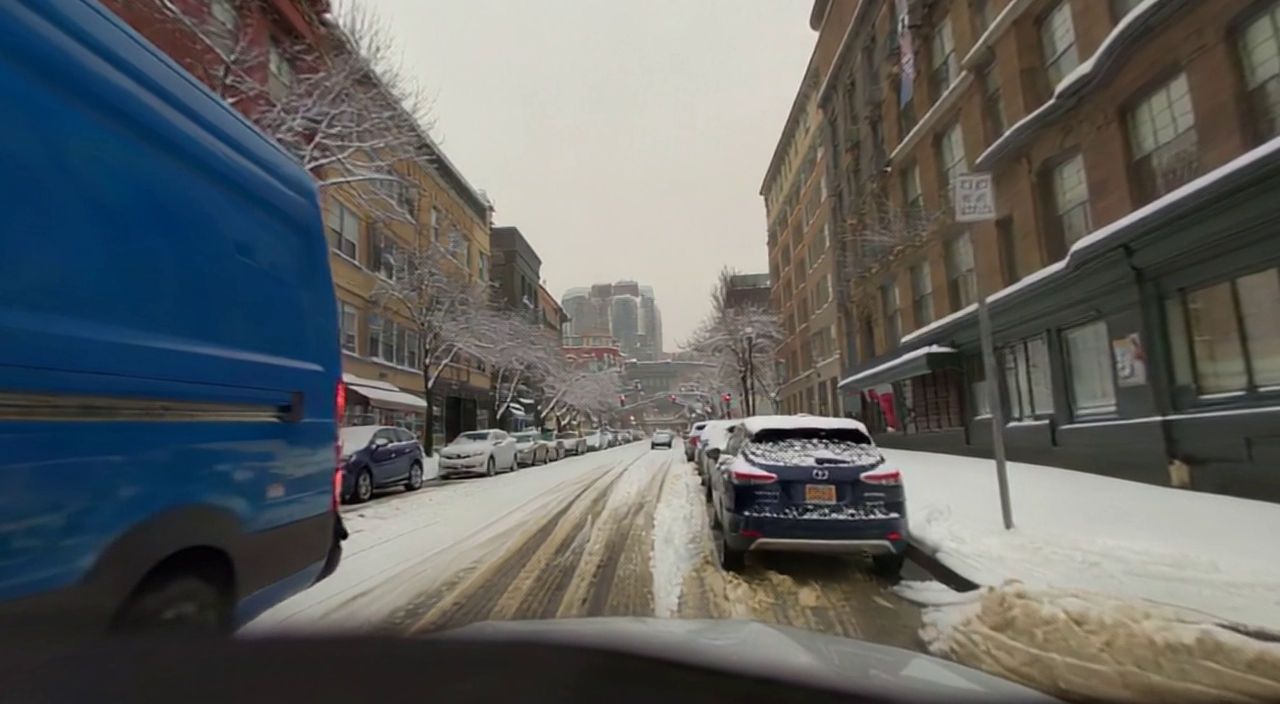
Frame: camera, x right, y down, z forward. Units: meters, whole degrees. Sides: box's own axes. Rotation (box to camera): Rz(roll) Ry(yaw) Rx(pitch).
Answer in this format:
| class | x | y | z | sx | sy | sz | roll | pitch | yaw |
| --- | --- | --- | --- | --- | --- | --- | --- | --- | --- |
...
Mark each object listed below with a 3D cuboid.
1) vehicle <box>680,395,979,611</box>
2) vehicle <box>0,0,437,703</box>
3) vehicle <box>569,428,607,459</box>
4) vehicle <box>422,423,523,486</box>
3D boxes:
| class | x | y | z | sx | sy | sz | roll | pitch | yaw |
| --- | --- | --- | --- | --- | --- | --- | --- | --- | --- |
| vehicle | 1.461 | 1.360 | 6.767 | 1.925 | 1.481 | 4.653 | -1 | -8 | 2 |
| vehicle | -3.071 | -0.103 | 1.473 | 2.558 | 3.014 | 7.101 | -1 | -9 | 2 |
| vehicle | -3.615 | 6.384 | 44.307 | 2.027 | 1.640 | 4.444 | 1 | -3 | 3 |
| vehicle | -4.978 | 3.039 | 19.324 | 1.867 | 1.519 | 3.920 | 1 | -4 | 2 |
